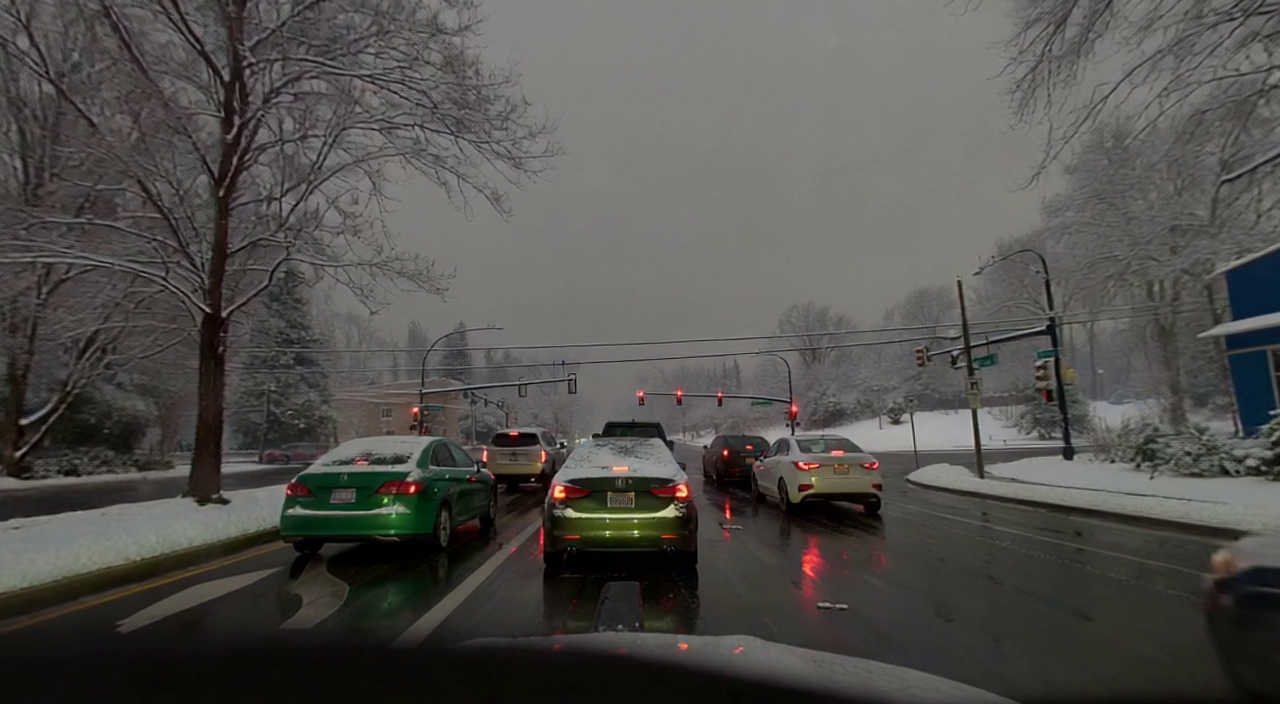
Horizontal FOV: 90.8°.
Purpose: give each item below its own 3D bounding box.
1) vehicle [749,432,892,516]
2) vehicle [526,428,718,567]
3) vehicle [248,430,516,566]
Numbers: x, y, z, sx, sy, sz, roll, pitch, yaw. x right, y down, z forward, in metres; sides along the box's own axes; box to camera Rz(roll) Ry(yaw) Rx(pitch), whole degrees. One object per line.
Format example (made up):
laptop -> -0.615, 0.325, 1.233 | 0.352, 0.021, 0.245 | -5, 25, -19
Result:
vehicle -> 3.553, 2.470, 13.271 | 1.880, 1.476, 3.932 | 0, -8, 1
vehicle -> -0.201, 1.835, 8.707 | 2.041, 1.450, 3.847 | 0, -8, 0
vehicle -> -3.203, 1.886, 8.940 | 1.917, 1.441, 4.128 | -1, -8, 2
